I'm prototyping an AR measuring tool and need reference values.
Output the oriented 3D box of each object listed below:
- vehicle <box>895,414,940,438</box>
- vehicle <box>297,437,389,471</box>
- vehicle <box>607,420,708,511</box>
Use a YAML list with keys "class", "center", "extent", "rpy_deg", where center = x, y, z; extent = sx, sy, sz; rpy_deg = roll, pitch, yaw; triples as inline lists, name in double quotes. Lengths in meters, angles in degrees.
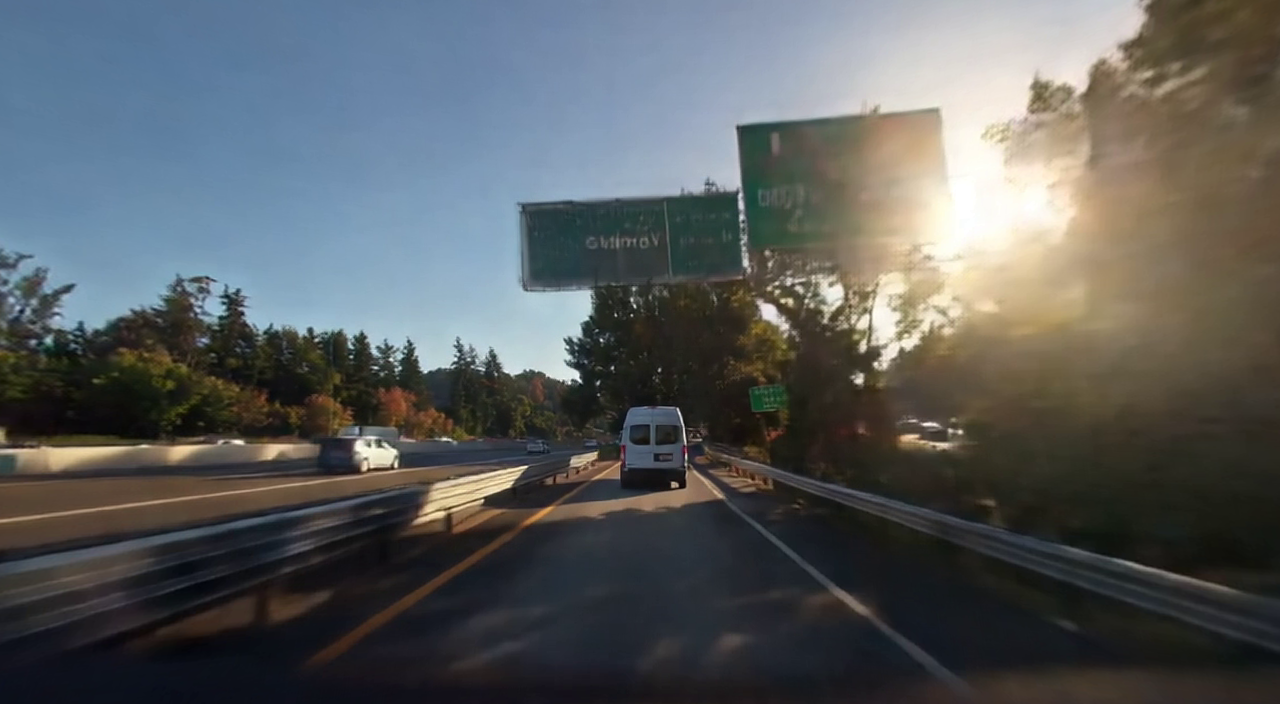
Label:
- class: "vehicle"
  center: [20.747, 5.603, 47.410]
  extent: [2.098, 1.654, 4.637]
  rpy_deg: [-2, -8, 11]
- class: "vehicle"
  center: [-15.955, 5.520, 34.293]
  extent: [2.309, 1.683, 5.063]
  rpy_deg: [-1, -8, 3]
- class: "vehicle"
  center: [0.330, 2.637, 15.139]
  extent: [2.043, 1.821, 4.558]
  rpy_deg: [0, -8, 0]
